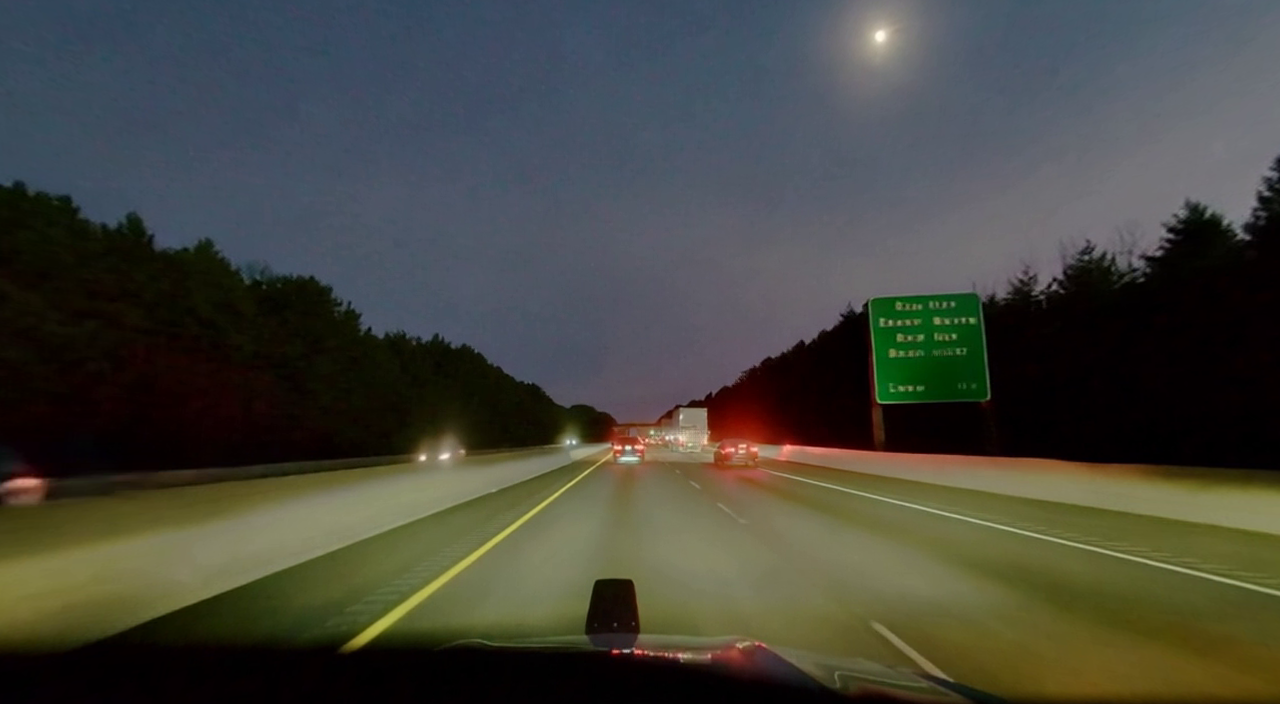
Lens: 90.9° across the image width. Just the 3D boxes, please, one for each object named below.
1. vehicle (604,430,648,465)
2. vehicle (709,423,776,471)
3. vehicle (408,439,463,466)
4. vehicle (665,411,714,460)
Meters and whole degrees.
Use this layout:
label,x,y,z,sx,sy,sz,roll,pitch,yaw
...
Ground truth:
label,x,y,z,sx,sy,sz,roll,pitch,yaw
vehicle,-0.725,4.992,33.184,2.206,1.681,4.111,0,-8,-1
vehicle,4.310,4.054,27.208,2.073,1.905,4.023,0,-8,-3
vehicle,-13.957,6.876,43.424,2.227,1.701,4.779,0,-8,0
vehicle,3.297,5.764,43.657,2.728,3.053,7.708,0,-8,0
